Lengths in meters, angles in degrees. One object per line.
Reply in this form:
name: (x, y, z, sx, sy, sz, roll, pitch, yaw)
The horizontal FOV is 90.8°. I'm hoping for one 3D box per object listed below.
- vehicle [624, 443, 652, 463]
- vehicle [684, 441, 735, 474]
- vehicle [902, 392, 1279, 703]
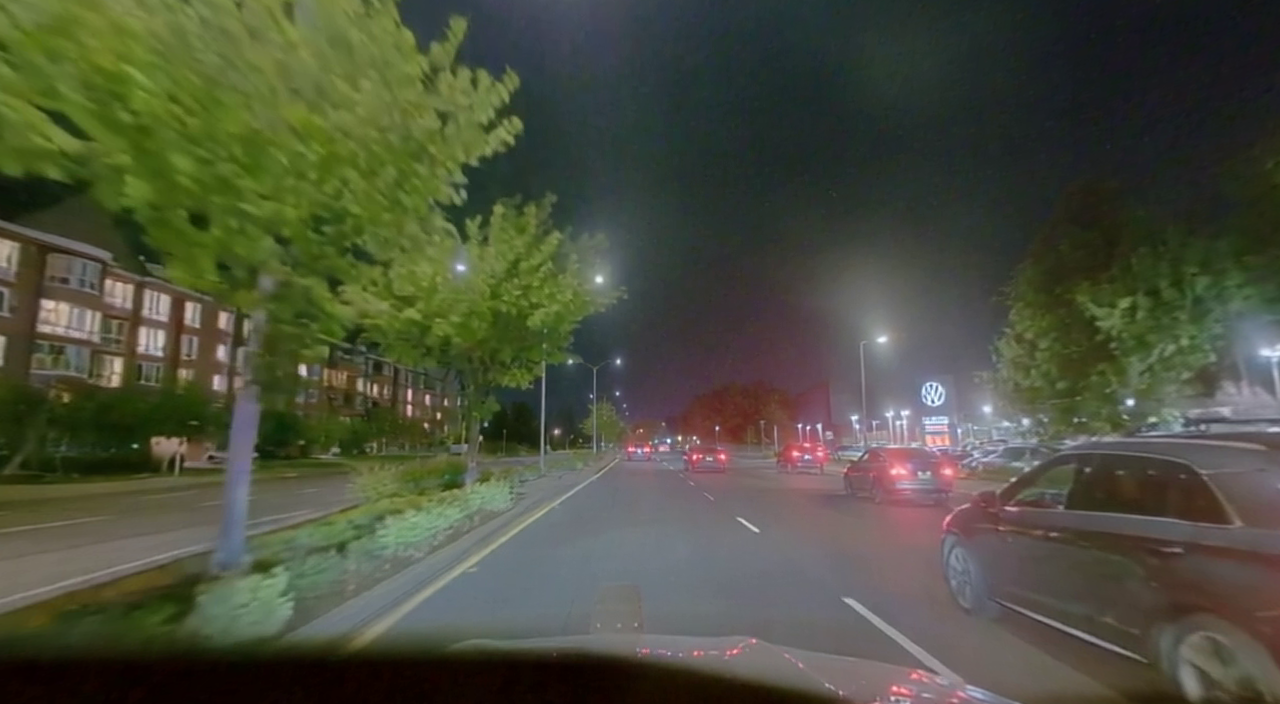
vehicle: (-0.198, 7.786, 48.909, 2.095, 1.456, 3.873, 0, -9, -1)
vehicle: (3.433, 5.328, 32.108, 1.953, 1.514, 4.672, 0, -9, -2)
vehicle: (3.386, 1.091, 3.567, 2.034, 1.496, 4.040, 0, -9, -1)
